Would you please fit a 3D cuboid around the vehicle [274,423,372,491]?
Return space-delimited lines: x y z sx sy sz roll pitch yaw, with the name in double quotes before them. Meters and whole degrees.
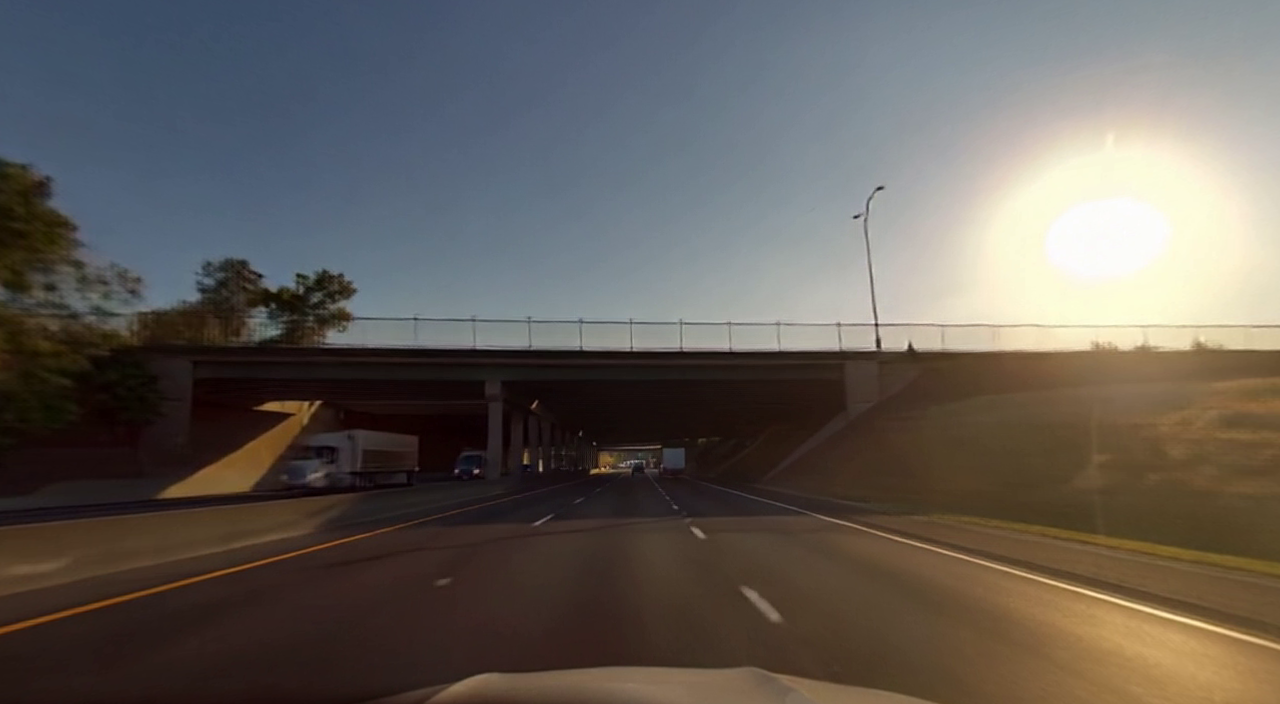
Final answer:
"vehicle" -20.021 6.760 40.286 2.955 3.964 5.878 1 -11 0
